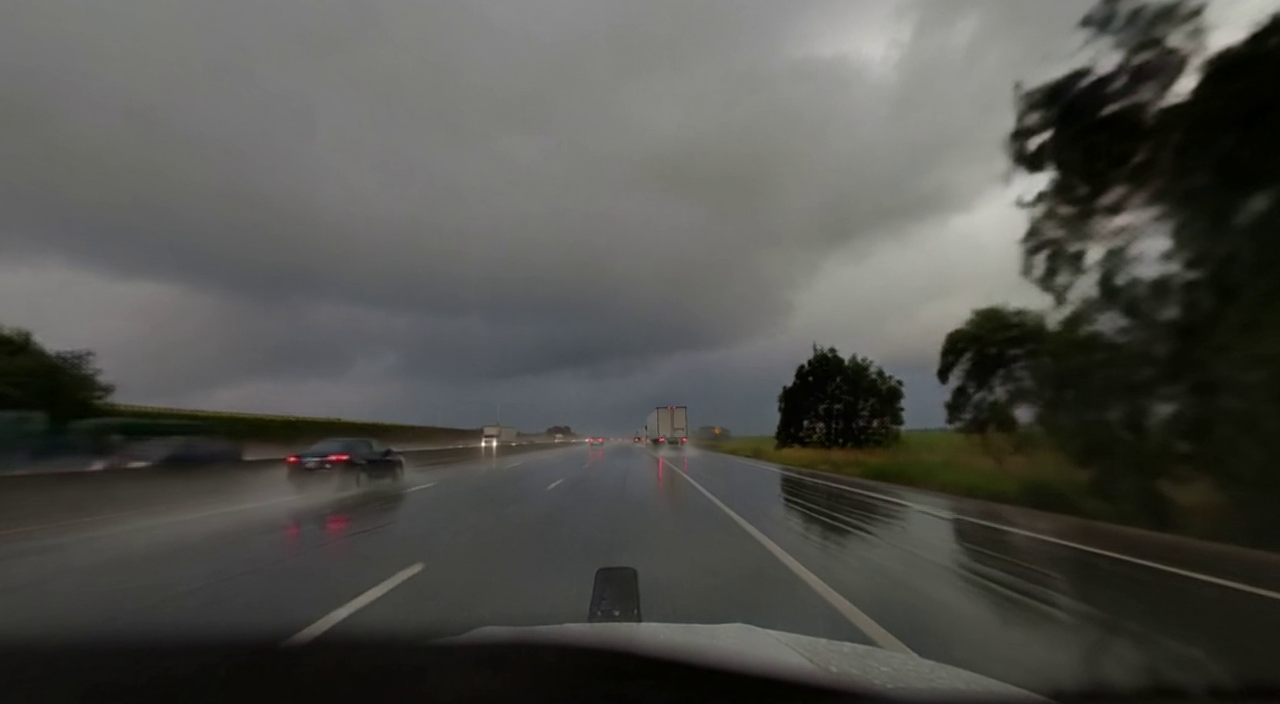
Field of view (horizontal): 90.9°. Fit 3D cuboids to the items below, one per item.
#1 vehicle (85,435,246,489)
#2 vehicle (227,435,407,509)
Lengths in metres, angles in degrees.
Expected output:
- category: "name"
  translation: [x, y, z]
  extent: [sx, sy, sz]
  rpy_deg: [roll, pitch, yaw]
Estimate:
- category: "vehicle"
  translation: [-15.898, 3.667, 21.512]
  extent: [1.954, 1.599, 4.597]
  rpy_deg: [0, -8, -1]
- category: "vehicle"
  translation: [-7.260, 2.685, 14.775]
  extent: [2.018, 1.454, 4.290]
  rpy_deg: [0, -8, -1]
